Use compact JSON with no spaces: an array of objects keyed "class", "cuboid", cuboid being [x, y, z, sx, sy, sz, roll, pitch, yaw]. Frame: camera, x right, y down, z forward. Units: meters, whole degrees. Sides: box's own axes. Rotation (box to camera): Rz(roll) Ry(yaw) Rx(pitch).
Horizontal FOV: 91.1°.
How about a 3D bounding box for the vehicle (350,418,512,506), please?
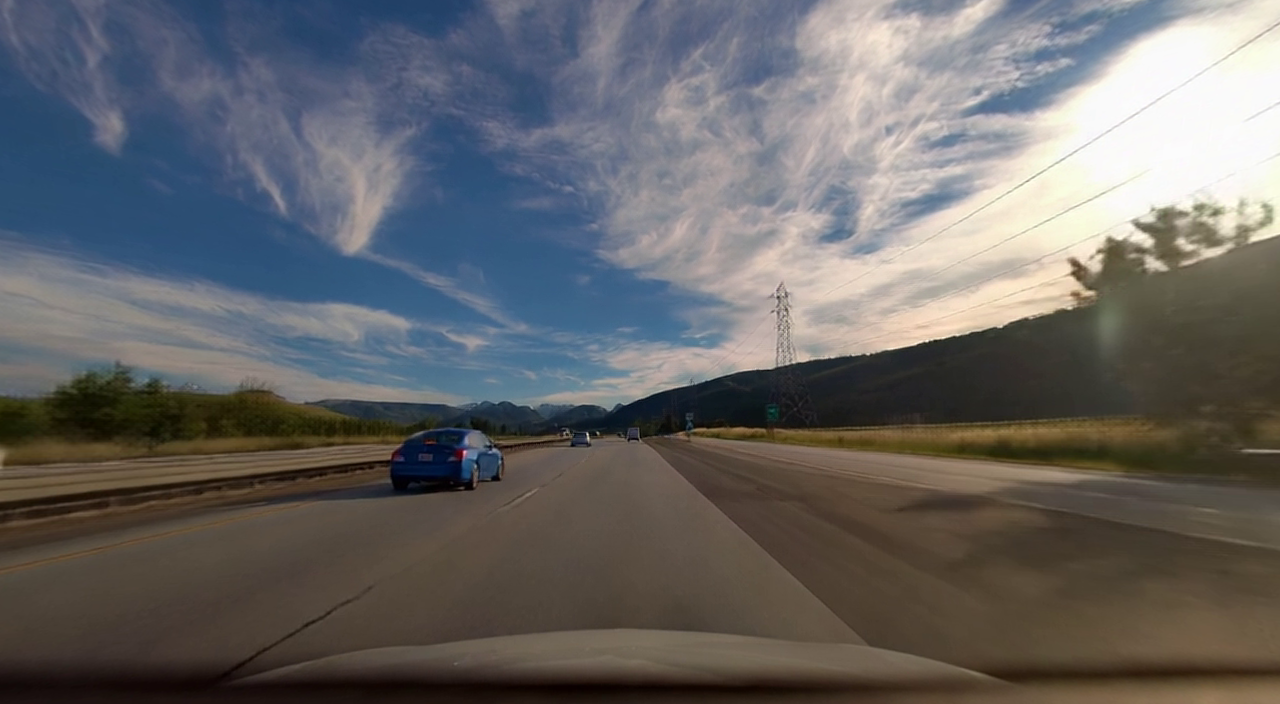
[{"class":"vehicle","cuboid":[-4.205,2.266,13.495,2.023,1.580,4.259,0,-8,0]}]
